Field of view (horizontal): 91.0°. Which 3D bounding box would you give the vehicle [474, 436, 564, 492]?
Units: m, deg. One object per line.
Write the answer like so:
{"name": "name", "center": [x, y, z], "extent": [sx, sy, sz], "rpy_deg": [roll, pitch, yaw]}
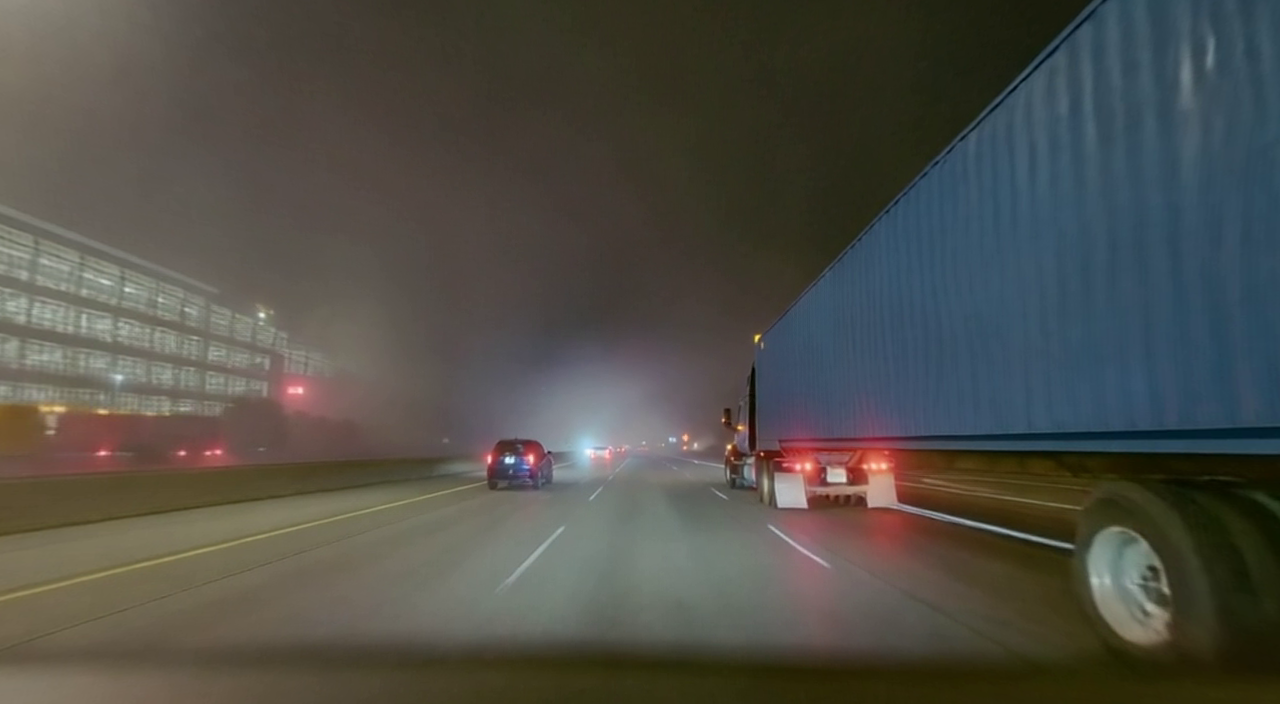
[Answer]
{"name": "vehicle", "center": [-3.582, 3.404, 19.416], "extent": [1.954, 1.528, 4.010], "rpy_deg": [0, -9, 0]}

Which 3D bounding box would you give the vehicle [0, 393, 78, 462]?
{"name": "vehicle", "center": [-37.096, 4.405, 36.717], "extent": [2.893, 3.791, 5.708], "rpy_deg": [2, -9, 1]}

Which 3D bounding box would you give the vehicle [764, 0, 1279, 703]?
{"name": "vehicle", "center": [4.031, 0.232, 6.618], "extent": [2.893, 3.992, 13.605], "rpy_deg": [0, -9, 1]}

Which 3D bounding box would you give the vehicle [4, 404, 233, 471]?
{"name": "vehicle", "center": [-37.034, 6.459, 46.542], "extent": [2.880, 4.012, 16.365], "rpy_deg": [0, -9, 1]}
